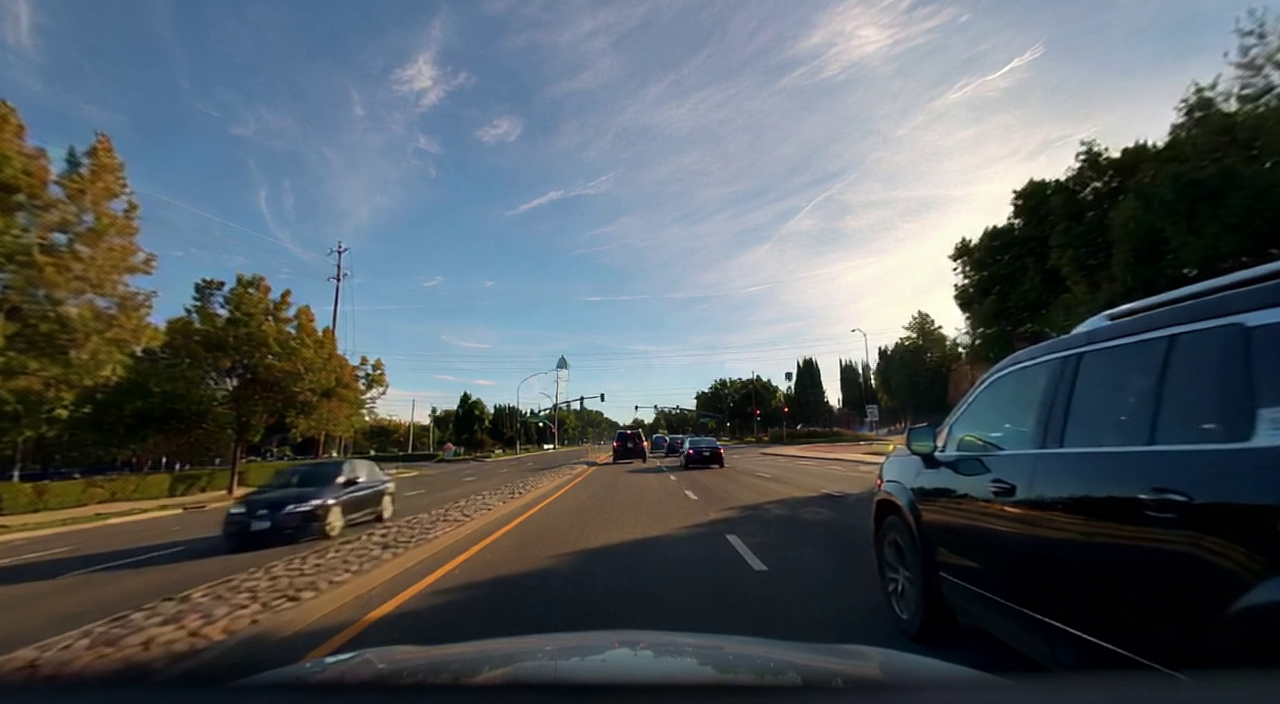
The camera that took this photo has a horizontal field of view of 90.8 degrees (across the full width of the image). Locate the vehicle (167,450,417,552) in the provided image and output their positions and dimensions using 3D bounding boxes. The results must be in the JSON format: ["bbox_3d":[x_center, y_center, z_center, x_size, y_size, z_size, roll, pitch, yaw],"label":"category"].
[{"bbox_3d":[-6.065,2.606,11.819,2.157,1.483,4.397,0,-8,0],"label":"vehicle"}]

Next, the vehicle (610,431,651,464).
[{"bbox_3d":[-0.563,5.659,37.496,2.300,1.821,4.254,0,-8,-1],"label":"vehicle"}]

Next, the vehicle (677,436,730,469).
[{"bbox_3d":[2.970,4.830,30.607,1.984,1.462,4.513,0,-8,-2],"label":"vehicle"}]

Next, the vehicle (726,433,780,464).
[{"bbox_3d":[6.508,5.615,36.974,2.198,1.678,4.419,0,-8,-2],"label":"vehicle"}]
